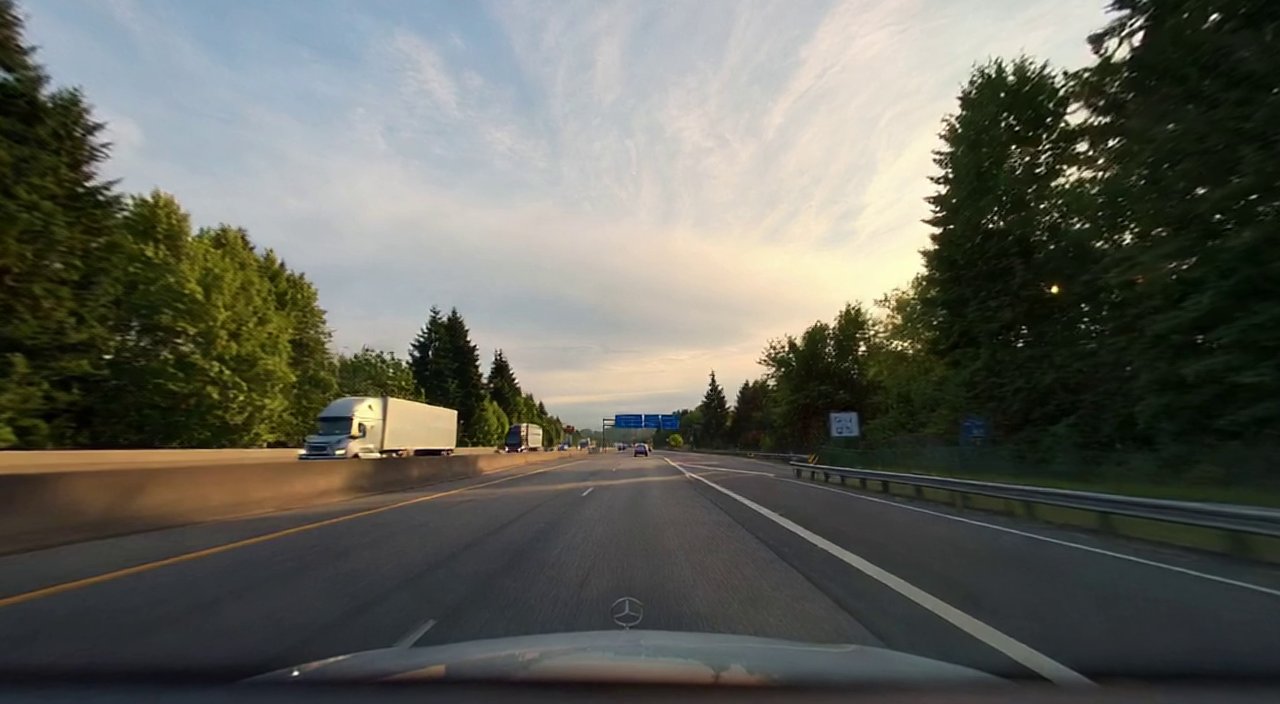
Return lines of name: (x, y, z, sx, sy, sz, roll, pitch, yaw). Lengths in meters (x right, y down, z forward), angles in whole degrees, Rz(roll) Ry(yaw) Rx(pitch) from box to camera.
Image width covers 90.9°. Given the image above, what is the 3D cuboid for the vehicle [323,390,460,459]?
vehicle: (-16.331, 5.371, 43.698, 2.878, 3.843, 16.564, 0, -9, 0)
